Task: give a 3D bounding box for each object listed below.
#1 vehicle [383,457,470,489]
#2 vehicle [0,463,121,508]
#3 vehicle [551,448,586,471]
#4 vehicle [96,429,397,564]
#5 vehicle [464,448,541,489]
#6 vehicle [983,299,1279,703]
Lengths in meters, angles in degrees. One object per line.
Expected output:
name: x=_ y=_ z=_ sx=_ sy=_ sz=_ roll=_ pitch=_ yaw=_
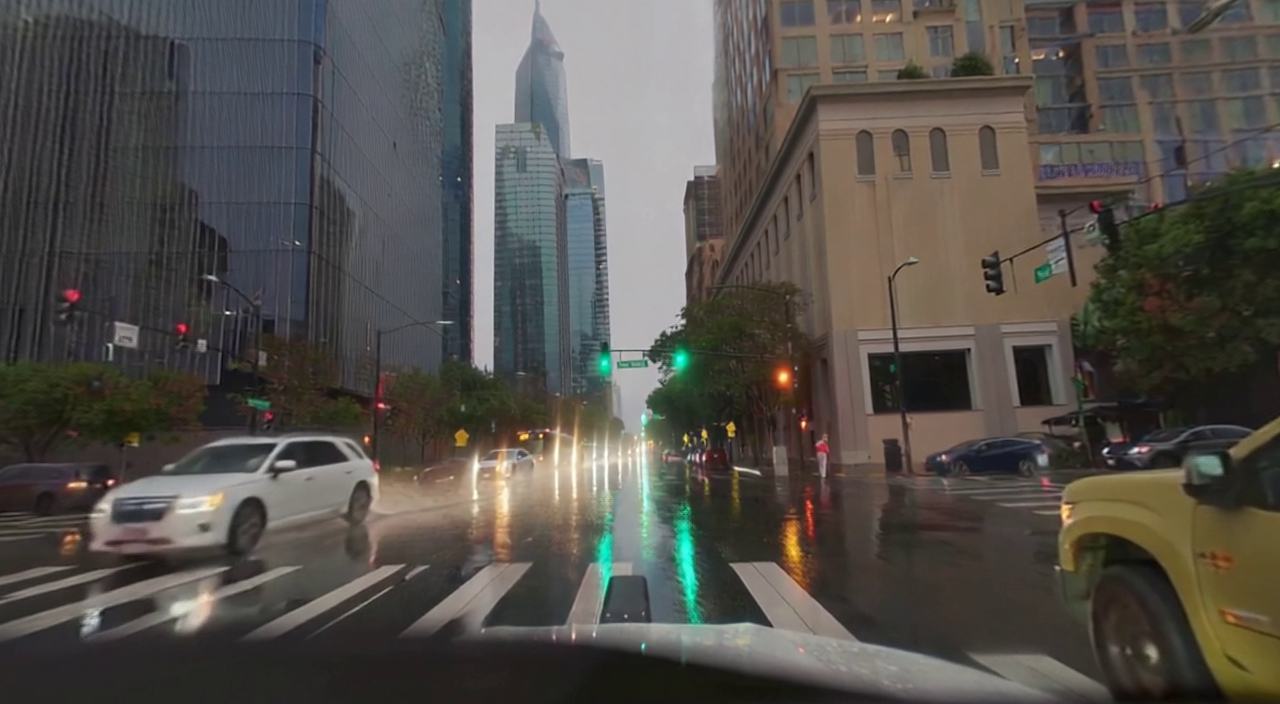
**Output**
vehicle: x=-11.226 y=6.371 z=33.534 sx=2.051 sy=1.468 sz=4.635 roll=-2 pitch=-9 yaw=15
vehicle: x=-27.166 y=6.053 z=28.729 sx=5.101 sy=1.851 sz=2.118 roll=0 pitch=-8 yaw=2
vehicle: x=-5.365 y=8.104 z=47.750 sx=1.997 sy=1.610 sz=4.144 roll=0 pitch=-8 yaw=2
vehicle: x=-5.977 y=2.198 z=10.458 sx=1.990 sy=1.710 sz=4.507 roll=0 pitch=-8 yaw=1
vehicle: x=-5.469 y=4.699 z=25.784 sx=1.956 sy=1.457 sz=4.958 roll=0 pitch=-8 yaw=1
vehicle: x=3.263 y=0.627 z=1.343 sx=2.118 sy=1.848 sz=5.426 roll=0 pitch=-8 yaw=2
